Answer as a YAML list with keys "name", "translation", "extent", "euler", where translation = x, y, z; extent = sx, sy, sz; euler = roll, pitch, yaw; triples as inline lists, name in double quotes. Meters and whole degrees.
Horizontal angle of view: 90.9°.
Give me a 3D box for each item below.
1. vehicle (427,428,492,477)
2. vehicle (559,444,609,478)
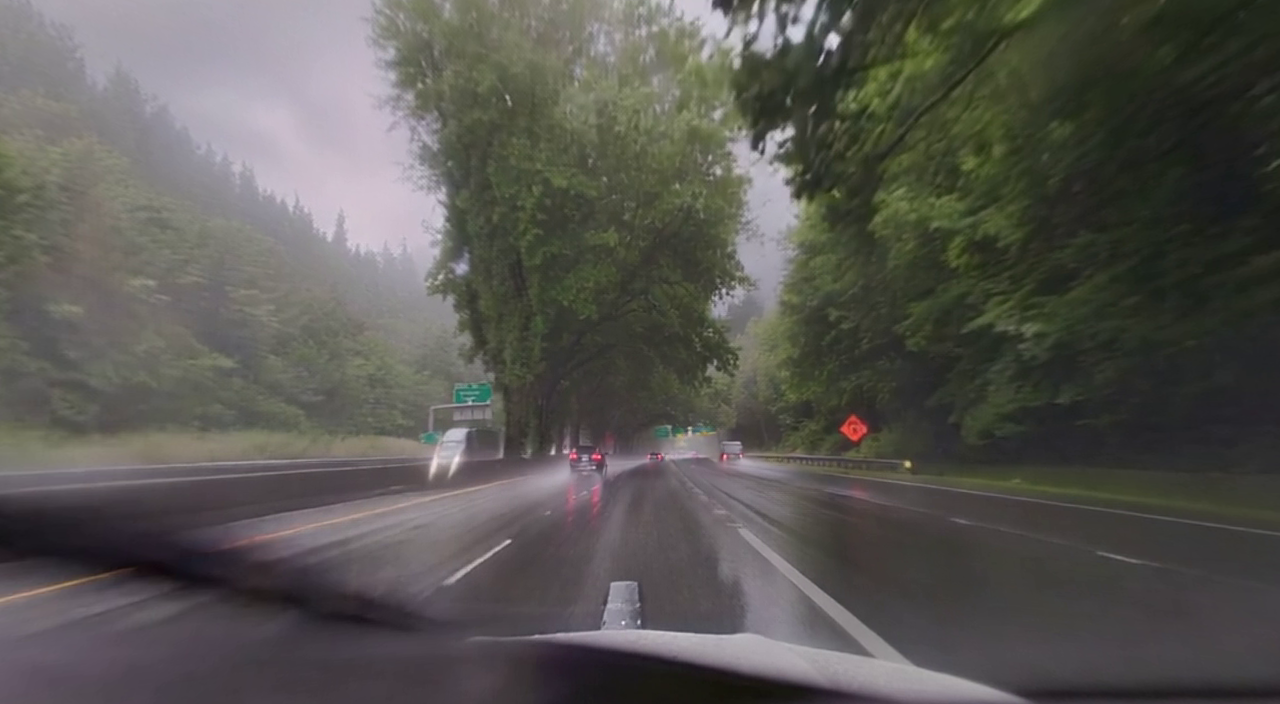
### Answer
- name: "vehicle"
  translation: [-13.343, 7.502, 47.274]
  extent: [2.450, 3.334, 7.290]
  euler: [0, -9, 2]
- name: "vehicle"
  translation: [-2.853, 5.672, 33.125]
  extent: [2.086, 1.650, 4.122]
  euler: [0, -9, 2]
